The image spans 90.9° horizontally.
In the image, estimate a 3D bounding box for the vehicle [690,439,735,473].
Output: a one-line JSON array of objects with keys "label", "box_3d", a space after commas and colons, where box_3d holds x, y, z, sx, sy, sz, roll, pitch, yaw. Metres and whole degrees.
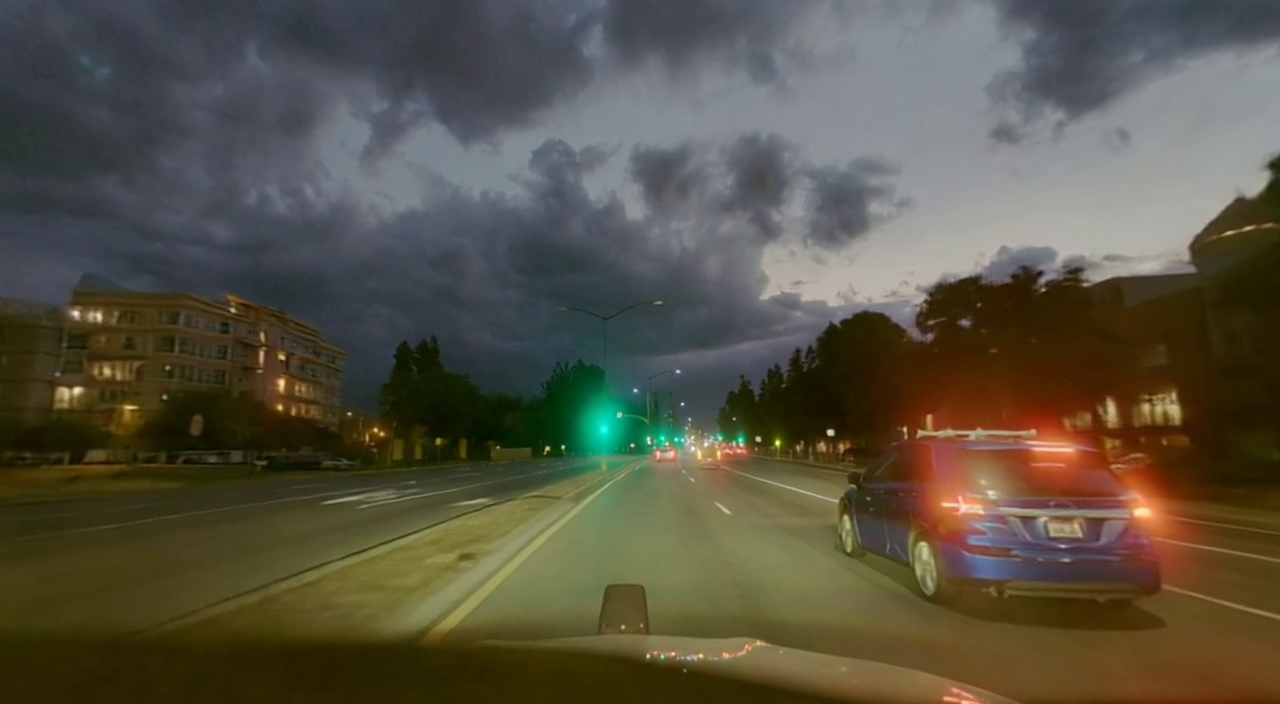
[{"label": "vehicle", "box_3d": [4.193, 6.079, 37.095, 2.154, 1.844, 4.634, -1, -8, 1]}]

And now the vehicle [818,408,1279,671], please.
[{"label": "vehicle", "box_3d": [3.221, 1.477, 6.021, 1.901, 1.634, 3.952, -1, -8, 1]}]
